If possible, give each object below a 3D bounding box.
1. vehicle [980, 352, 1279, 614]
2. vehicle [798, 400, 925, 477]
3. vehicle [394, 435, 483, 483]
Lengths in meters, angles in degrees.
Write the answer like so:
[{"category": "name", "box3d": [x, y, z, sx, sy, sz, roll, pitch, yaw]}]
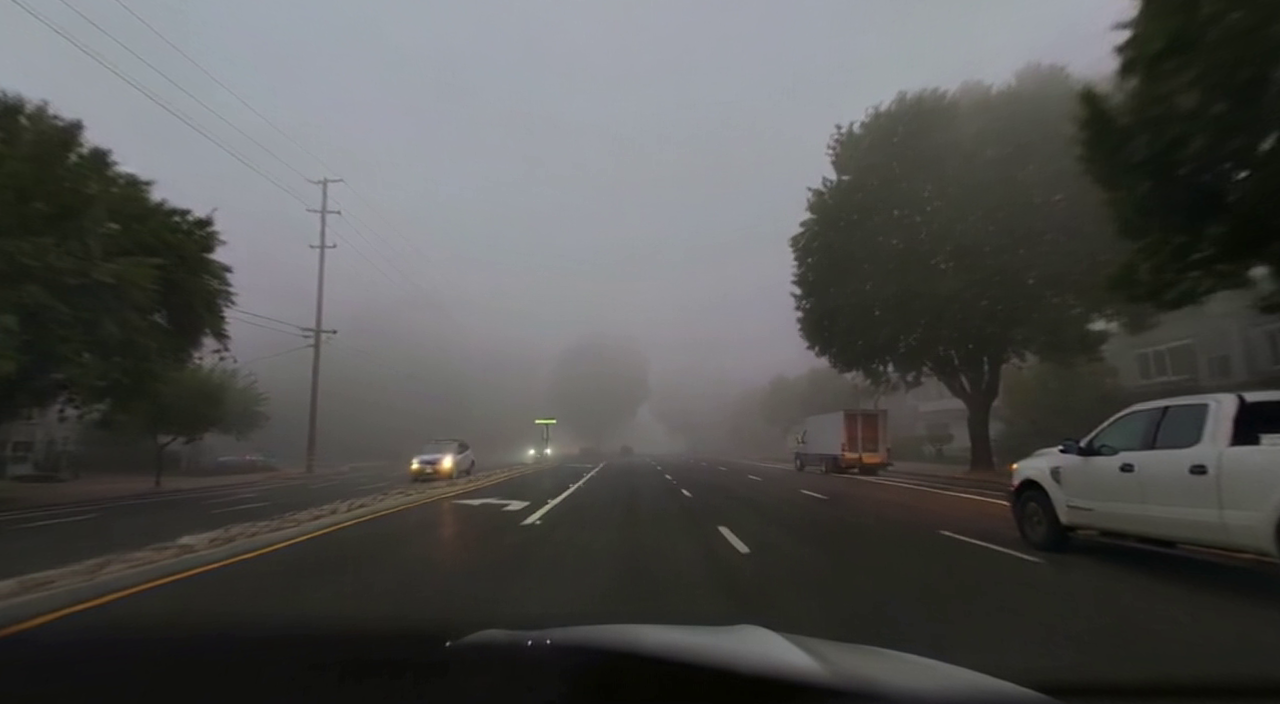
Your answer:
[{"category": "vehicle", "box3d": [6.083, 1.124, 5.775, 2.493, 1.956, 6.125, -1, -8, 0]}, {"category": "vehicle", "box3d": [10.139, 4.112, 30.142, 2.842, 2.993, 8.104, -3, -8, -1]}, {"category": "vehicle", "box3d": [-8.498, 4.535, 27.175, 2.189, 1.816, 4.819, -1, -8, 0]}]
